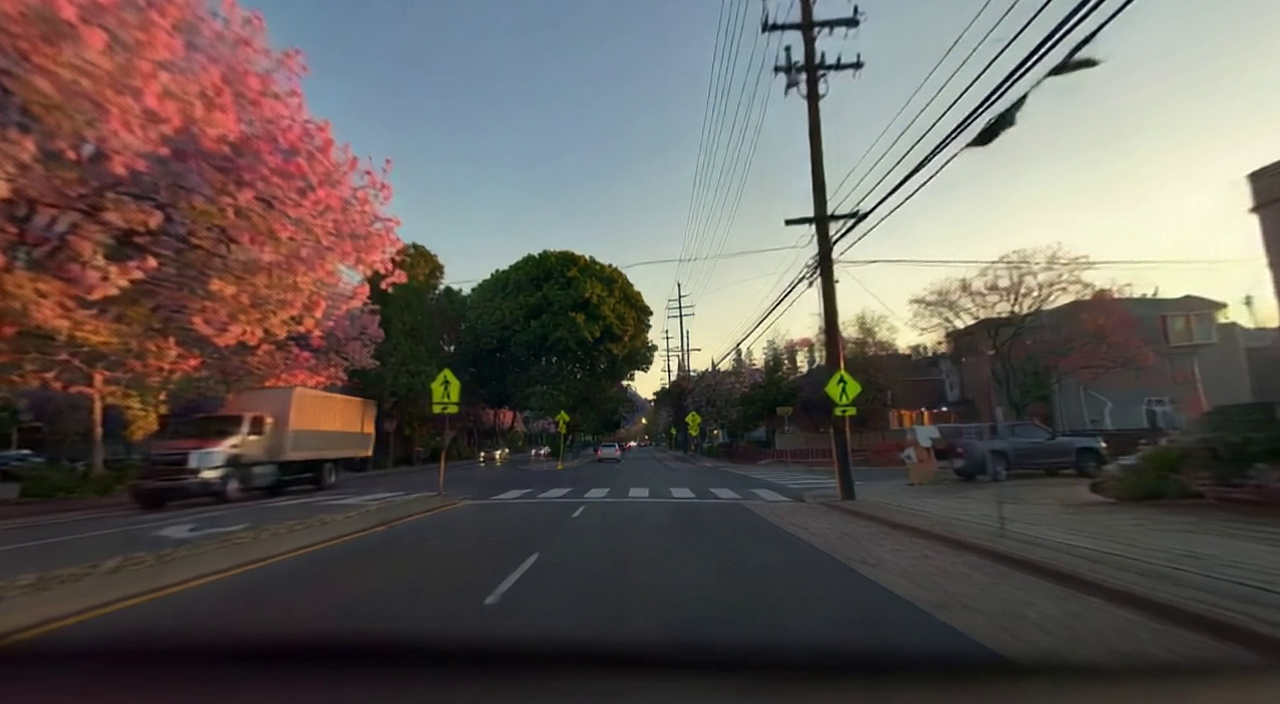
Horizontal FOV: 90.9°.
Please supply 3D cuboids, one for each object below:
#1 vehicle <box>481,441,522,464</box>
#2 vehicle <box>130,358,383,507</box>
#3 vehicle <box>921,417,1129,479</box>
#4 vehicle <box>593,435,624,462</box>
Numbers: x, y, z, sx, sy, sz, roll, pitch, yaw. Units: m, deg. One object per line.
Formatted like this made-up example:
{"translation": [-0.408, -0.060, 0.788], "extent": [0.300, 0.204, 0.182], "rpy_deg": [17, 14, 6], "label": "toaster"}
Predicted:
{"translation": [-10.545, 7.693, 48.409], "extent": [1.993, 1.661, 4.756], "rpy_deg": [0, -8, 1], "label": "vehicle"}
{"translation": [-10.922, 2.491, 19.242], "extent": [2.836, 3.663, 7.511], "rpy_deg": [0, -8, 0], "label": "vehicle"}
{"translation": [12.351, 3.104, 20.385], "extent": [5.666, 1.815, 2.137], "rpy_deg": [2, -8, -11], "label": "vehicle"}
{"translation": [-2.437, 7.635, 49.958], "extent": [2.202, 1.961, 4.980], "rpy_deg": [0, -8, 0], "label": "vehicle"}
